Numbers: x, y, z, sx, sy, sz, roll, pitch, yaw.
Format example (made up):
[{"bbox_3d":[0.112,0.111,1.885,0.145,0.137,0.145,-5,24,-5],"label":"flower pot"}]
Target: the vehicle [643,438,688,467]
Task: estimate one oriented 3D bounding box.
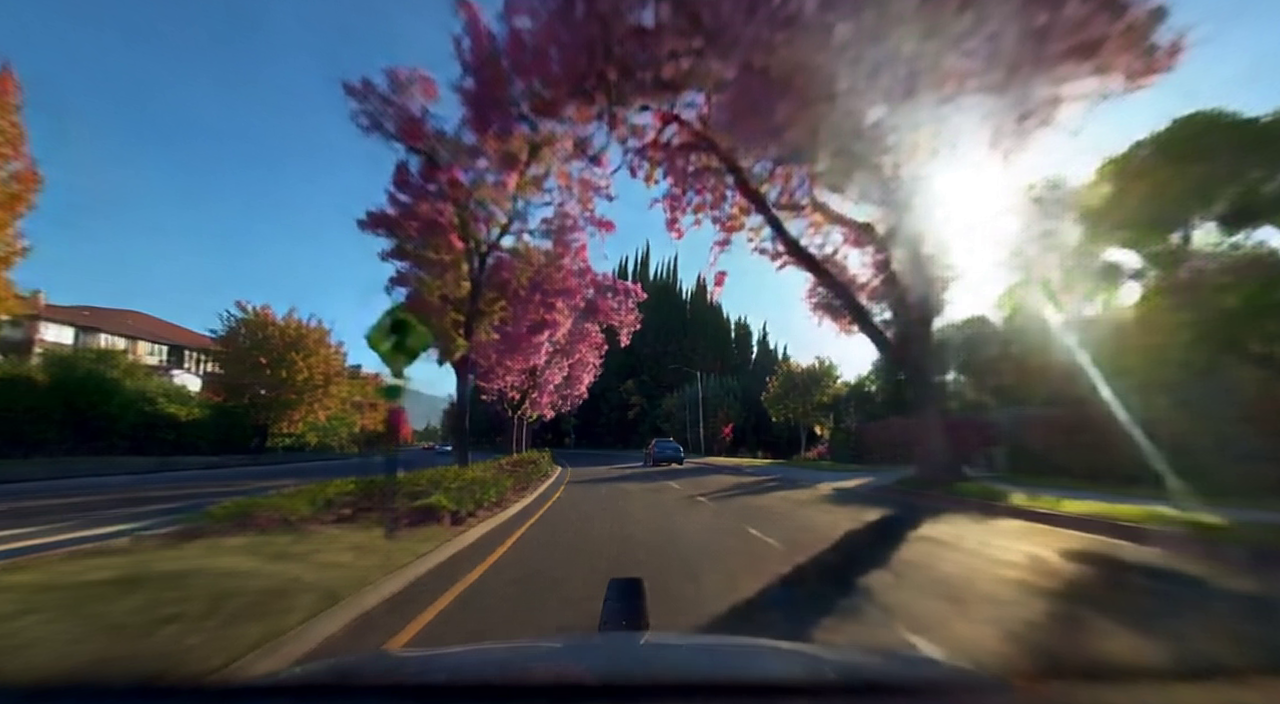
[{"bbox_3d":[1.614,6.726,42.013,2.166,1.828,4.607,1,-9,-8],"label":"vehicle"}]
